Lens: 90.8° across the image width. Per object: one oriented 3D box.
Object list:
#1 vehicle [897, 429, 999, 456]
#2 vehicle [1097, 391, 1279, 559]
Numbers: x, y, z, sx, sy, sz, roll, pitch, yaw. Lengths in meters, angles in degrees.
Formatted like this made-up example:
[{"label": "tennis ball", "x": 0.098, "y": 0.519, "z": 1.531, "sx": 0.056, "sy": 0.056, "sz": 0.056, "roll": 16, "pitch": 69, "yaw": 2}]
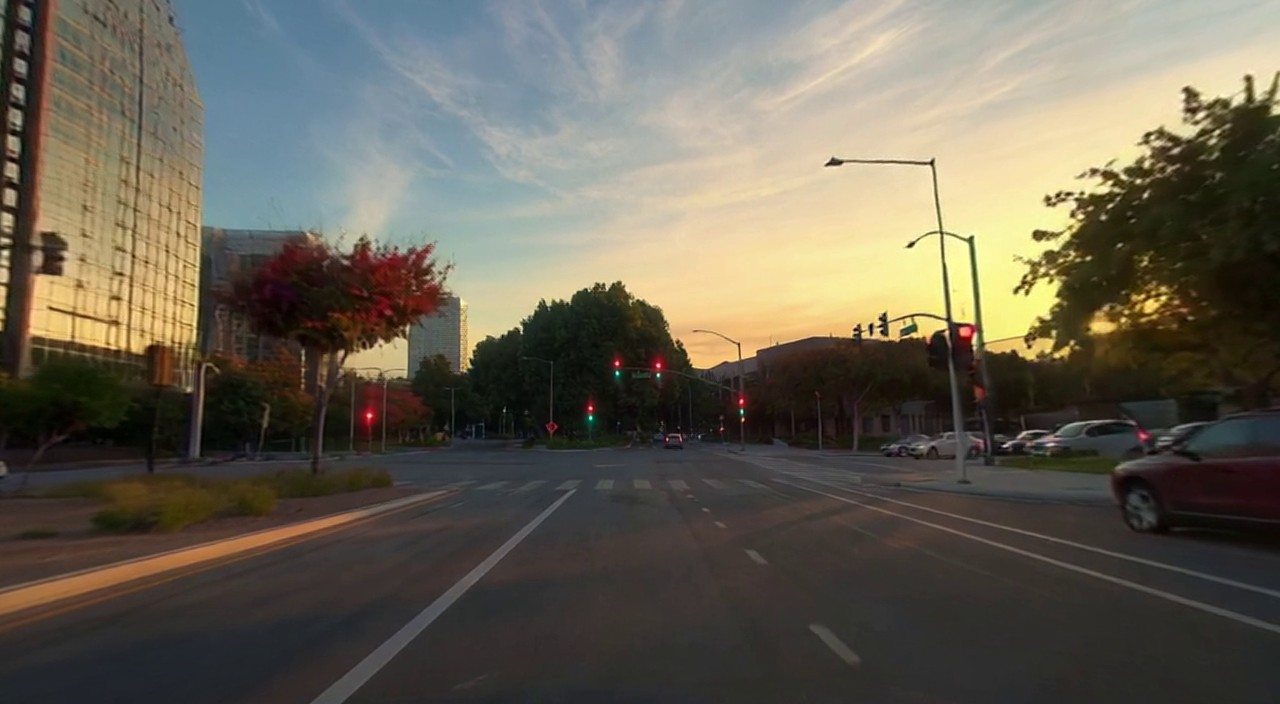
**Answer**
[{"label": "vehicle", "x": 17.858, "y": 5.287, "z": 36.774, "sx": 4.916, "sy": 1.504, "sz": 1.846, "roll": 0, "pitch": -8, "yaw": -1}, {"label": "vehicle", "x": 8.088, "y": 1.365, "z": 7.101, "sx": 2.100, "sy": 1.828, "sz": 4.879, "roll": 0, "pitch": -8, "yaw": -2}]
